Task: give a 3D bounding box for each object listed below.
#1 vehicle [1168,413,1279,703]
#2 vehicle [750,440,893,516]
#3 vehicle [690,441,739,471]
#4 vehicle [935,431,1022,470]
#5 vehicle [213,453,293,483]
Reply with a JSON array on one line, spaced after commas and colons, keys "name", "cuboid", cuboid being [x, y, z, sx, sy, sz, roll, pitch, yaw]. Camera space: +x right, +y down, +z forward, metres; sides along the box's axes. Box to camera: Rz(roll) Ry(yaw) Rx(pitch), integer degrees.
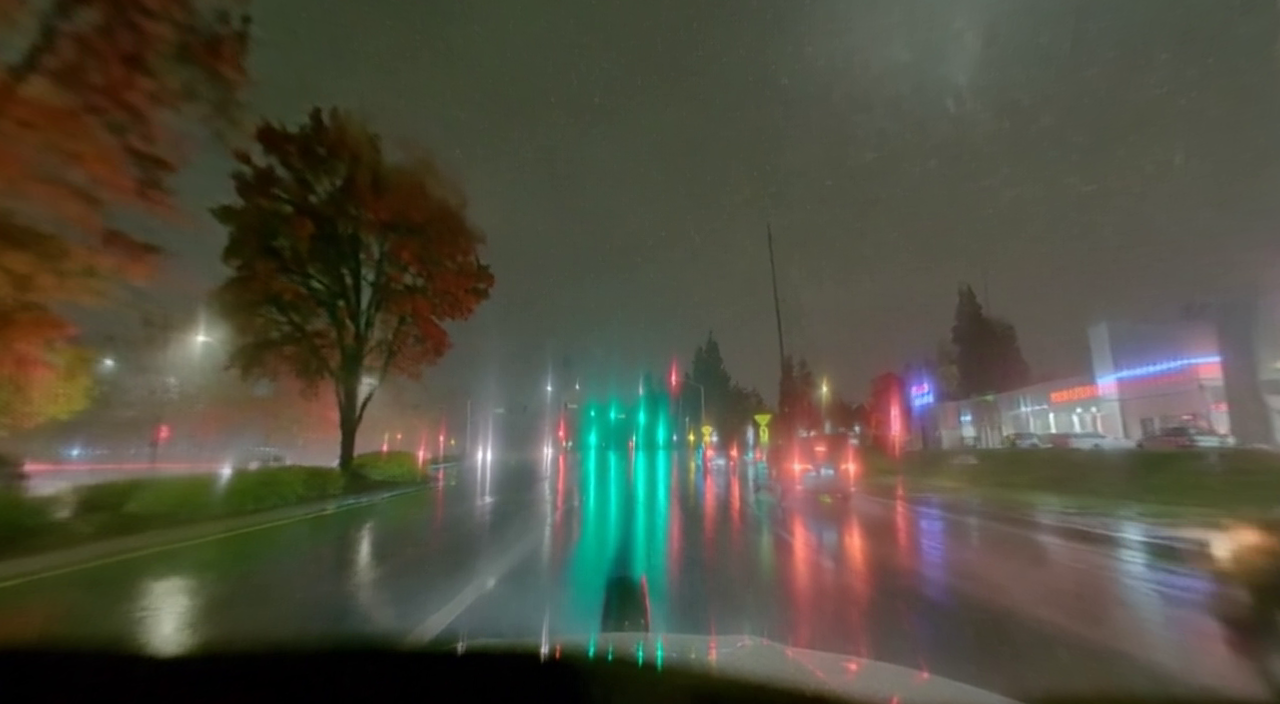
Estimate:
[{"name": "vehicle", "cuboid": [4.029, 0.800, 1.471, 1.913, 1.463, 4.198, 0, -8, 0]}, {"name": "vehicle", "cuboid": [3.848, 2.726, 14.227, 1.872, 1.431, 4.270, 0, -8, -1]}, {"name": "vehicle", "cuboid": [3.906, 5.538, 33.928, 1.939, 1.474, 4.716, 0, -8, -1]}, {"name": "vehicle", "cuboid": [15.065, 4.333, 27.900, 2.165, 1.591, 4.471, -8, -12, 43]}, {"name": "vehicle", "cuboid": [-21.942, 6.555, 35.965, 1.832, 1.496, 4.458, 0, -8, -2]}]
